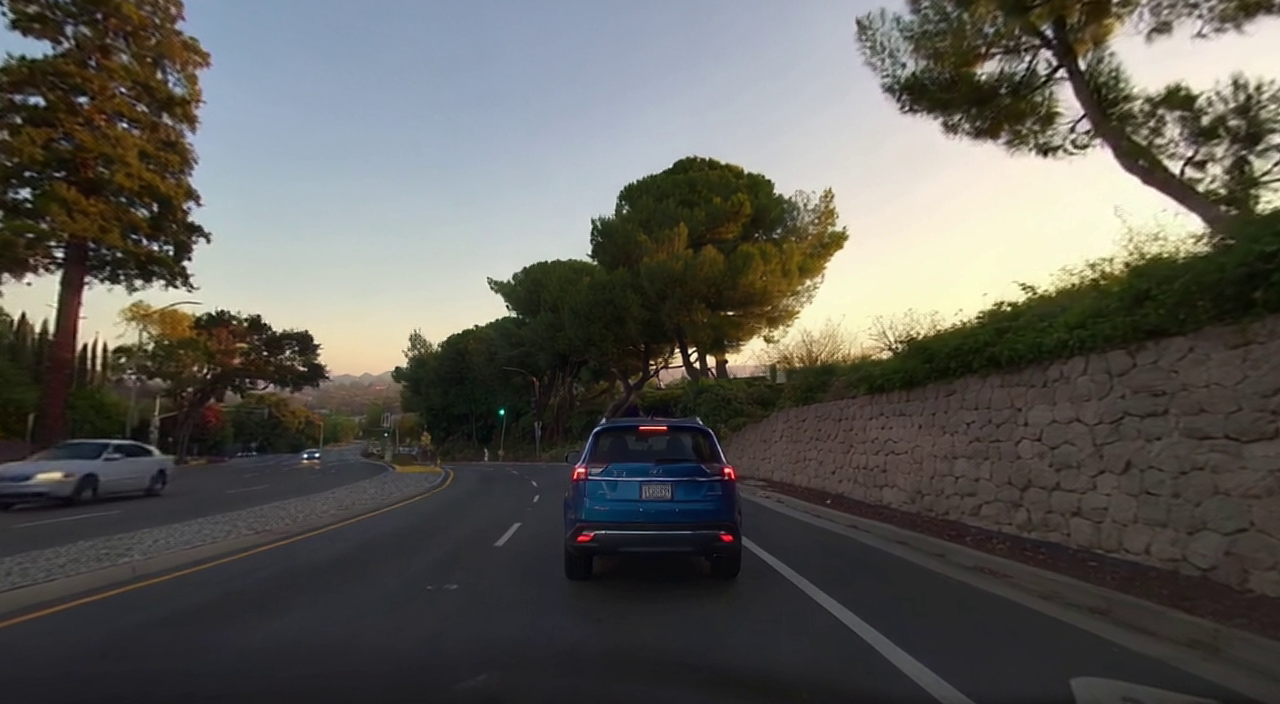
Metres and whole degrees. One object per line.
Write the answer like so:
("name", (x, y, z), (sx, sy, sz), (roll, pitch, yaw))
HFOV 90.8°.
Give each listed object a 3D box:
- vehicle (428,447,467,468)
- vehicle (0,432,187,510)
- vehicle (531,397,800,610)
("vehicle", (-14.529, 7.885, 47.508), (2.023, 1.474, 4.286), (4, -9, -27))
("vehicle", (-14.150, 2.954, 16.157), (2.317, 1.695, 4.538), (1, -9, -10))
("vehicle", (0.040, 1.586, 7.563), (2.287, 1.762, 4.269), (1, -8, -5))
